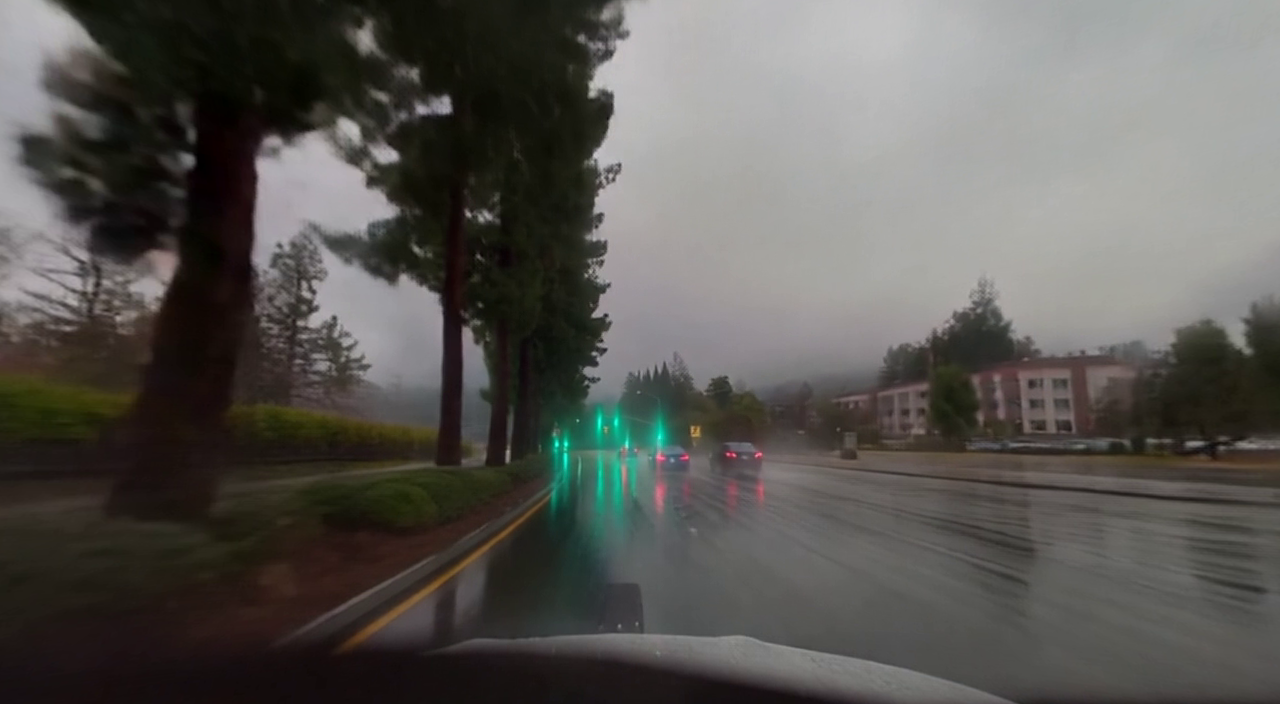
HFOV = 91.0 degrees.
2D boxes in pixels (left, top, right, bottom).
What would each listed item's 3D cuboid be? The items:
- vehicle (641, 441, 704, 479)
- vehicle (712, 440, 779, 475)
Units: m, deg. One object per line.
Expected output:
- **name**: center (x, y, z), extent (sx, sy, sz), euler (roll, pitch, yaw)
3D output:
- **vehicle**: center (1.281, 4.536, 26.748), extent (2.077, 1.464, 4.134), euler (1, -8, -6)
- **vehicle**: center (4.730, 4.795, 28.981), extent (1.901, 1.474, 4.363), euler (1, -8, -6)
